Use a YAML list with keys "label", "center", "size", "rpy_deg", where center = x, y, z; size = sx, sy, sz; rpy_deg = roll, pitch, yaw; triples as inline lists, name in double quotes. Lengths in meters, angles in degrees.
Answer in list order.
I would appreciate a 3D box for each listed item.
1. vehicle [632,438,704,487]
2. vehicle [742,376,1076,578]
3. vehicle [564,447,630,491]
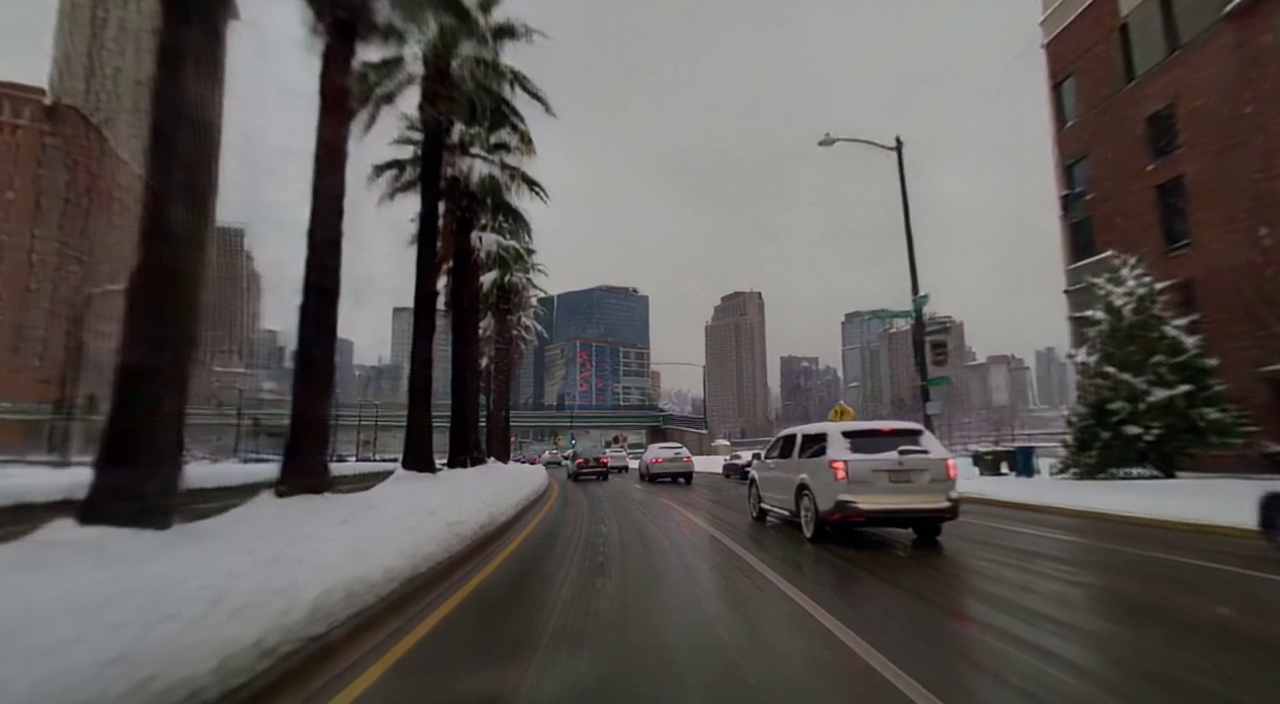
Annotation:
- label: "vehicle"
  center: [1.145, 5.018, 29.033]
  size: [2.407, 1.991, 5.130]
  rpy_deg: [1, -9, -8]
- label: "vehicle"
  center: [3.384, 1.740, 9.544]
  size: [2.434, 2.171, 5.098]
  rpy_deg: [1, -9, -5]
- label: "vehicle"
  center: [-1.904, 4.773, 26.228]
  size: [2.332, 1.625, 4.933]
  rpy_deg: [1, -9, -8]
